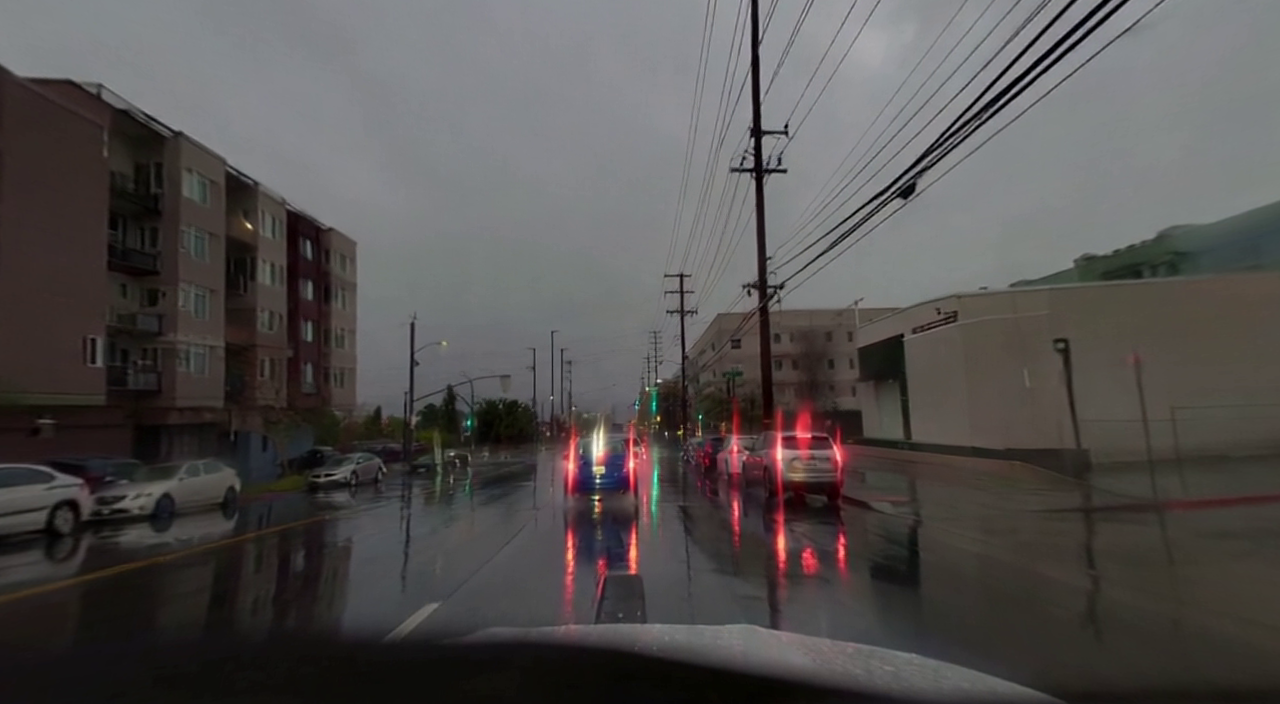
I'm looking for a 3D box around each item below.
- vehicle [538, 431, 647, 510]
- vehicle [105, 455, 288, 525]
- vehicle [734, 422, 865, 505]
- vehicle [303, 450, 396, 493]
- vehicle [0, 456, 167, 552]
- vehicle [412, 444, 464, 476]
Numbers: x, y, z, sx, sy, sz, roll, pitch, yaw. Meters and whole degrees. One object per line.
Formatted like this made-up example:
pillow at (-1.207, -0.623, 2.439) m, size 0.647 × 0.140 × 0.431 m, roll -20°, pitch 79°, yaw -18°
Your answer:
vehicle at (-0.906, 2.563, 14.154) m, size 2.019 × 1.453 × 4.603 m, roll 0°, pitch -8°, yaw 0°
vehicle at (-12.070, 3.724, 17.704) m, size 1.850 × 1.487 × 4.711 m, roll -4°, pitch -8°, yaw -2°
vehicle at (3.658, 2.646, 15.423) m, size 1.967 × 1.721 × 4.410 m, roll 0°, pitch -8°, yaw -1°
vehicle at (-12.138, 4.963, 26.725) m, size 1.868 × 1.491 × 4.367 m, roll -4°, pitch -8°, yaw 0°
vehicle at (-12.009, 2.867, 11.863) m, size 2.242 × 1.534 × 5.414 m, roll -4°, pitch -8°, yaw -2°
vehicle at (-12.266, 6.551, 38.634) m, size 2.011 × 1.687 × 4.079 m, roll -3°, pitch -8°, yaw -2°
